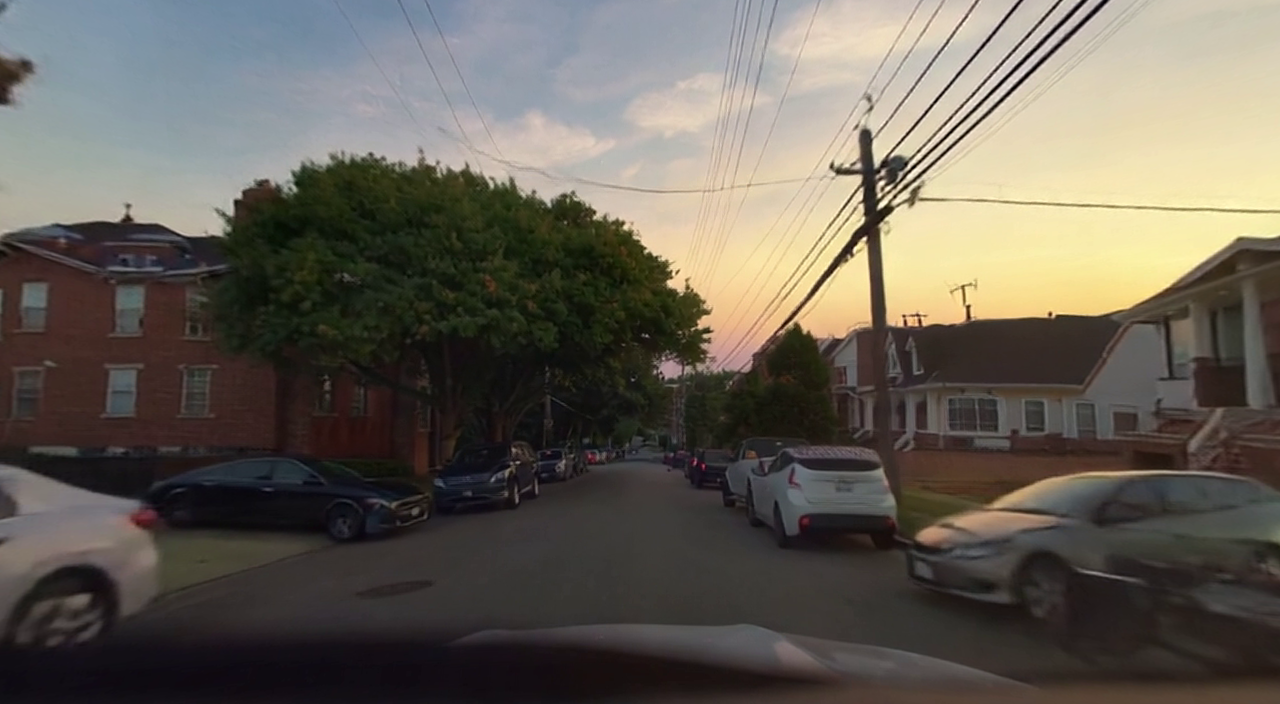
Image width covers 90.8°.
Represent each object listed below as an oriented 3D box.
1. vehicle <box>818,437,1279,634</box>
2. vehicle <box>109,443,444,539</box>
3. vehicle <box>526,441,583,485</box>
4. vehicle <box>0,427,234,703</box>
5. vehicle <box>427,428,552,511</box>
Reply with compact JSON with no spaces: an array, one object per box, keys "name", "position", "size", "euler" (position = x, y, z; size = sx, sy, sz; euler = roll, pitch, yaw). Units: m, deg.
[{"name":"vehicle","position":[4.234,1.576,5.999],"size":[4.471,1.493,1.886],"euler":[0,-8,-2]},{"name":"vehicle","position":[-6.265,2.432,11.449],"size":[4.816,1.519,1.920],"euler":[0,-8,-4]},{"name":"vehicle","position":[-3.776,4.959,28.674],"size":[2.014,1.780,4.757],"euler":[0,-8,-1]},{"name":"vehicle","position":[-4.129,1.058,2.443],"size":[1.988,1.541,4.686],"euler":[0,-8,0]},{"name":"vehicle","position":[-3.974,3.198,17.779],"size":[2.280,1.953,5.092],"euler":[0,-8,0]}]
